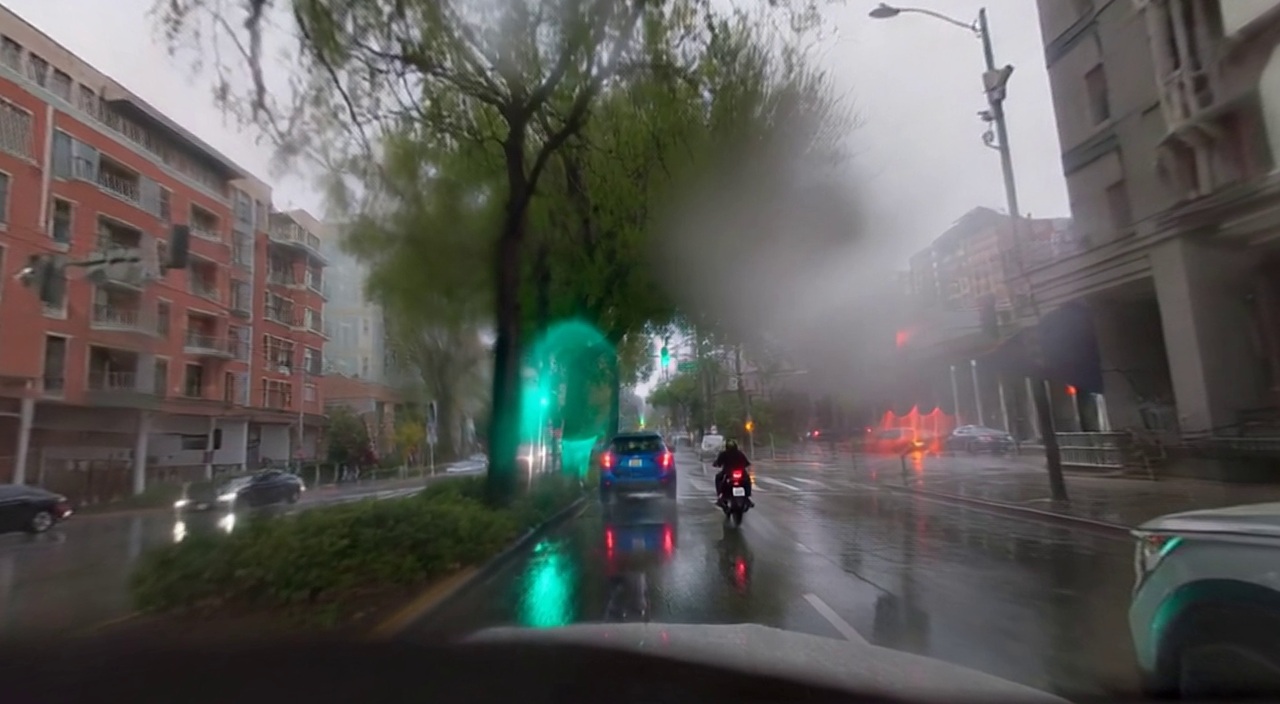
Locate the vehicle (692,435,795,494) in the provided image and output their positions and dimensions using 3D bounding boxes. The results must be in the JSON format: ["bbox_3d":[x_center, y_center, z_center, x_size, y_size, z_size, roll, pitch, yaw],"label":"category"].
[{"bbox_3d":[2.906,3.285,18.789,2.101,1.507,4.355,0,-9,-3],"label":"vehicle"}]

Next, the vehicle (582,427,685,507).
[{"bbox_3d":[-0.137,2.866,16.108,2.265,1.748,4.130,0,-9,0],"label":"vehicle"}]

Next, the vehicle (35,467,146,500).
[{"bbox_3d":[-30.909,7.382,35.571,4.326,1.694,1.949,0,-9,-1],"label":"vehicle"}]

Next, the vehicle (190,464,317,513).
[{"bbox_3d":[-14.475,5.107,24.039,1.963,1.492,4.885,0,-9,-3],"label":"vehicle"}]
